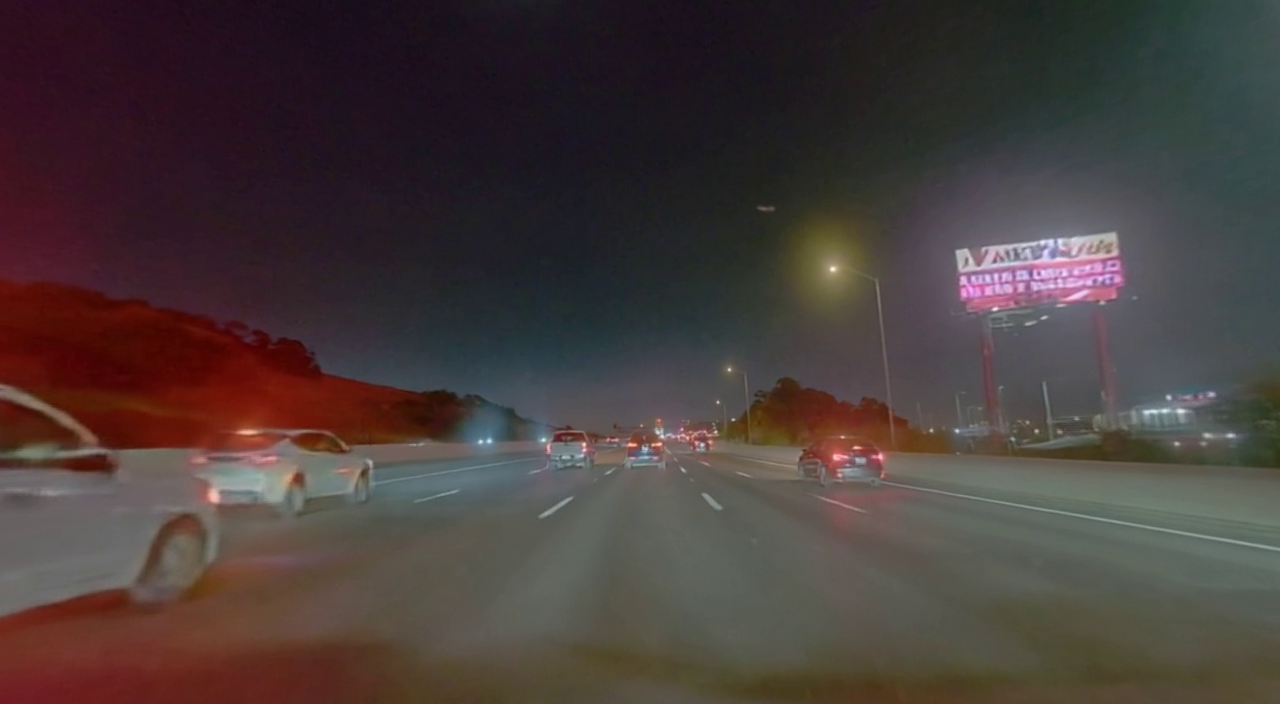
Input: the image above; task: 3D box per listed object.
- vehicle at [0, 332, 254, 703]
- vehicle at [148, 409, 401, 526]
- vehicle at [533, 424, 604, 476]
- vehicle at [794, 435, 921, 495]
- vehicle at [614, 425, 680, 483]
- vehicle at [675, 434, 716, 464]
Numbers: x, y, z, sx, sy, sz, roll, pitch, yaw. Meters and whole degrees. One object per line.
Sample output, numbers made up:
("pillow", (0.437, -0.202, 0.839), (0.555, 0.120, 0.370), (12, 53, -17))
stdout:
("vehicle", (-3.859, 0.718, 1.991), (2.160, 1.799, 5.001), (0, -8, -1))
("vehicle", (-6.618, 2.149, 12.220), (2.036, 1.813, 4.564), (-1, -8, 2))
("vehicle", (-2.962, 4.242, 27.504), (2.316, 1.999, 5.765), (0, -8, 1))
("vehicle", (5.928, 3.115, 17.836), (1.998, 1.456, 4.338), (0, -8, 0))
("vehicle", (0.279, 3.483, 21.738), (2.052, 1.808, 3.898), (-1, -8, 2))
("vehicle", (3.448, 6.112, 39.889), (2.067, 1.775, 4.372), (0, -8, -2))
